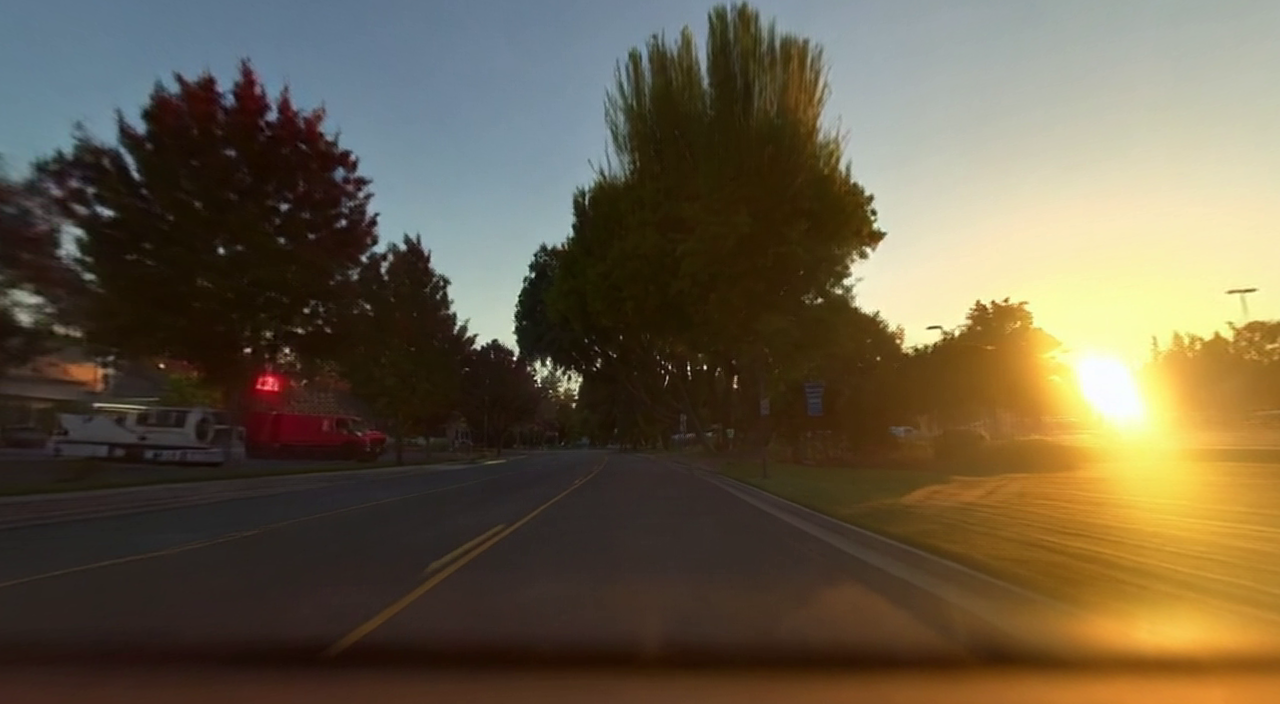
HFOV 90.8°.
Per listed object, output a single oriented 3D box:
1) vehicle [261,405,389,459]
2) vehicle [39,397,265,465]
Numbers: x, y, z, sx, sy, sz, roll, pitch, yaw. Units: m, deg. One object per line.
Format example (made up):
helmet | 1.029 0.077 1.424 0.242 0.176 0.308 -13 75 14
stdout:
vehicle | -19.764 5.098 39.924 6.595 3.267 2.535 0 -8 0
vehicle | -19.590 3.228 25.743 6.919 2.613 2.356 0 -9 -4
